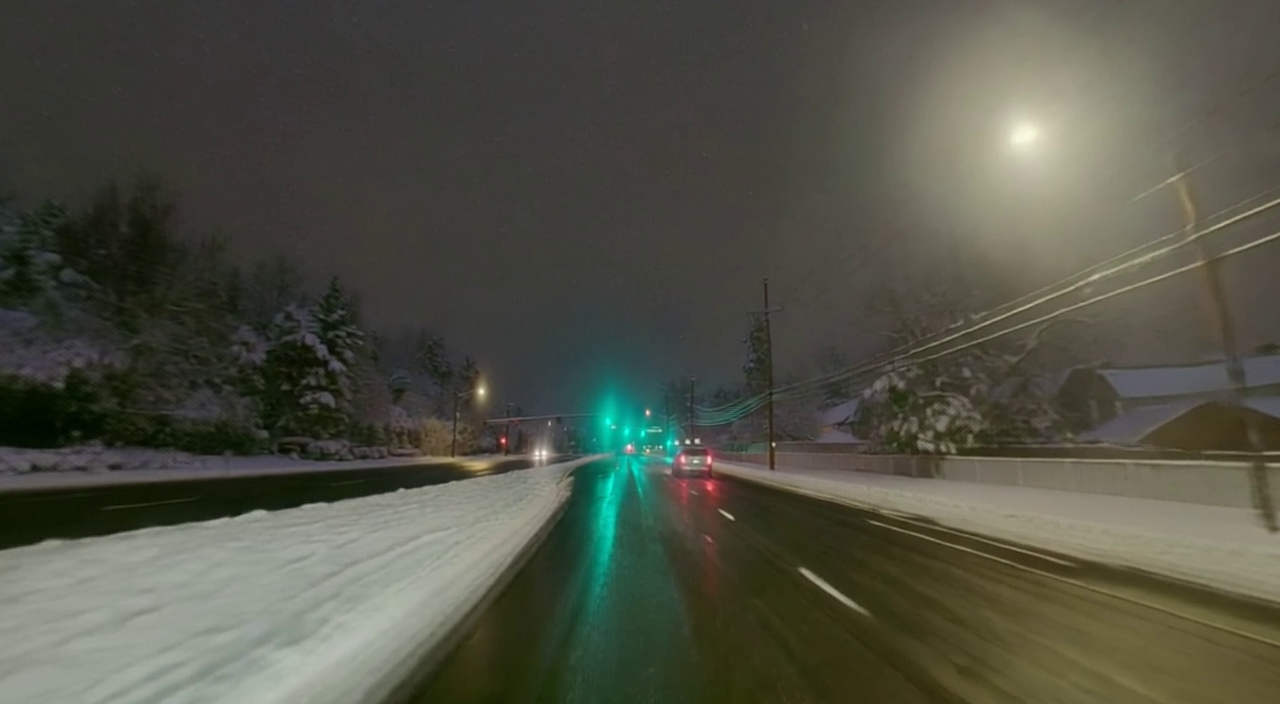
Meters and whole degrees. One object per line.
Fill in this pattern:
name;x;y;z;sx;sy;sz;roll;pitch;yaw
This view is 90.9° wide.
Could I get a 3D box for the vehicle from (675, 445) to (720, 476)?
vehicle;3.462;6.576;38.564;2.240;1.781;4.433;0;-8;-1
